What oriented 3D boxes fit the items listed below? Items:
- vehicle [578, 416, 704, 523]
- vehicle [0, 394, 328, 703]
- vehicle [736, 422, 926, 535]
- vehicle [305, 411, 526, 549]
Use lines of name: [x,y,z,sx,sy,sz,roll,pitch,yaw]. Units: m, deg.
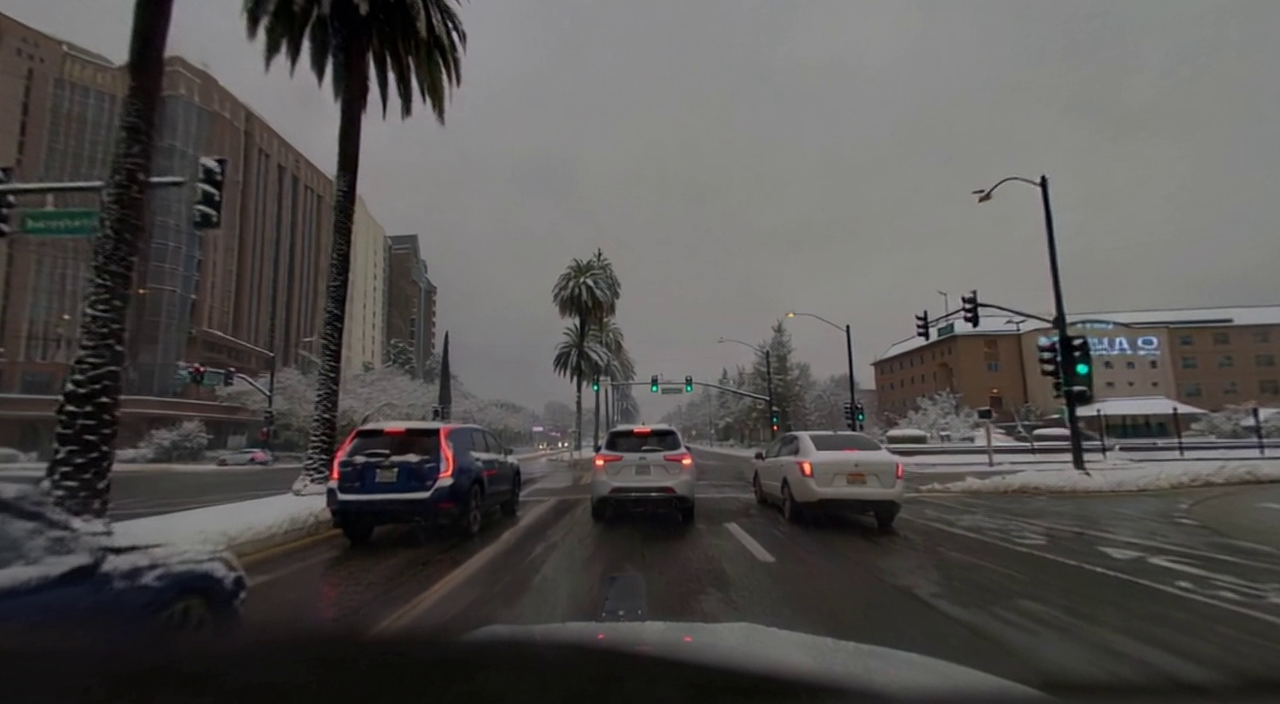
vehicle: [0.016,2.247,12.517,2.060,1.730,4.257,0,-8,0]
vehicle: [-3.209,0.888,2.125,1.962,1.480,4.605,0,-9,0]
vehicle: [3.008,2.081,10.938,1.936,1.567,3.896,0,-9,-2]
vehicle: [-3.197,1.917,10.019,1.938,1.713,4.048,0,-9,1]
